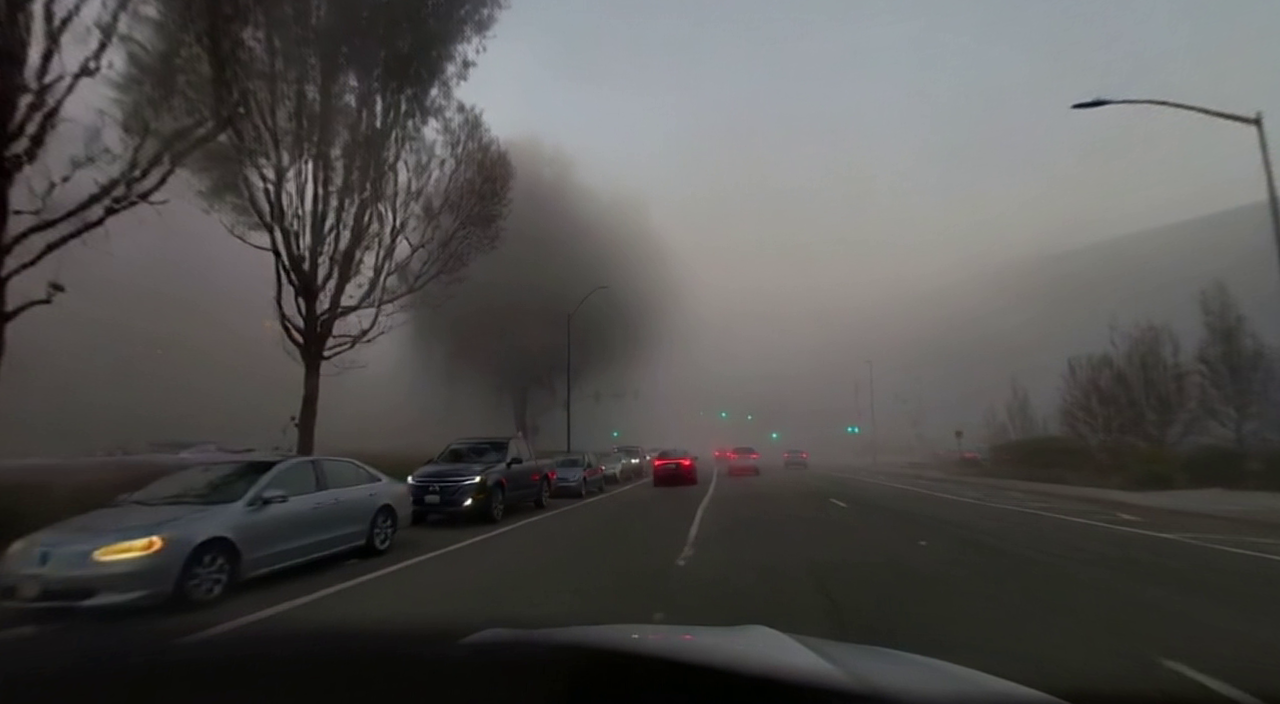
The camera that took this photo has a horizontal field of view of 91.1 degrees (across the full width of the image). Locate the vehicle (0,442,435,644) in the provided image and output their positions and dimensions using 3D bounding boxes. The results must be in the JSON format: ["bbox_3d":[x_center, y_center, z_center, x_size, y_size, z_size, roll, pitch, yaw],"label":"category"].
[{"bbox_3d":[-4.430,1.834,7.370,1.868,1.514,4.870,-1,-9,8],"label":"vehicle"}]

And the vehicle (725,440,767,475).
[{"bbox_3d":[5.834,5.796,34.760,2.102,1.815,4.716,-2,-9,8],"label":"vehicle"}]

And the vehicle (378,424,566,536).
[{"bbox_3d":[-3.327,2.632,13.508,2.142,1.834,4.588,-6,-9,8],"label":"vehicle"}]

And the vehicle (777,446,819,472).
[{"bbox_3d":[10.440,7.093,41.783,2.120,1.497,4.323,-3,-9,6],"label":"vehicle"}]

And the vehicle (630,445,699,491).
[{"bbox_3d":[1.035,4.284,23.754,2.205,1.537,4.895,-1,-8,7],"label":"vehicle"}]
